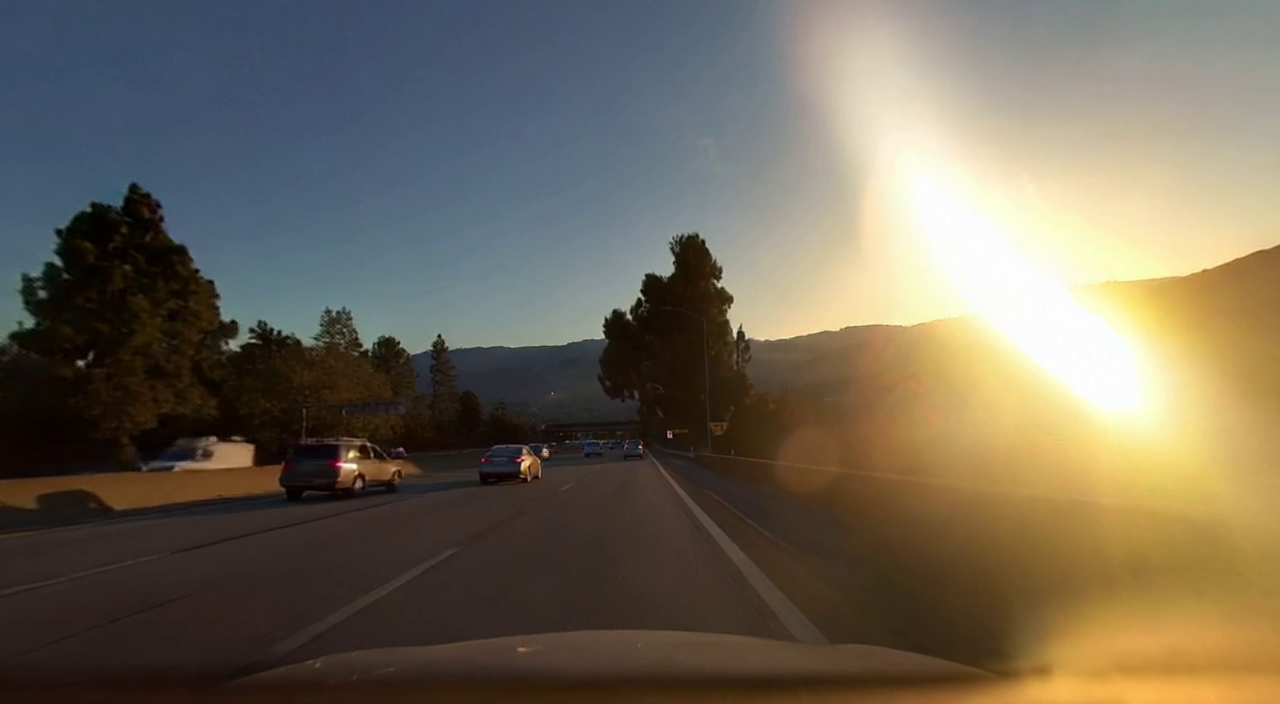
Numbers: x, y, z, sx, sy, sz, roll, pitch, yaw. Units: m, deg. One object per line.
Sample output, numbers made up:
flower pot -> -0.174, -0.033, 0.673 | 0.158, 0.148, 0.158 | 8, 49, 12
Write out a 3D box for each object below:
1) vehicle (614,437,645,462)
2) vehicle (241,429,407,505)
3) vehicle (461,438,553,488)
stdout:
vehicle -> -0.757, 7.314, 47.330 | 2.179, 1.742, 4.396 | 0, -8, 0
vehicle -> -8.403, 3.087, 17.430 | 2.091, 1.795, 4.617 | -1, -8, 1
vehicle -> -4.562, 3.881, 22.523 | 2.102, 1.562, 4.884 | -1, -8, 2
